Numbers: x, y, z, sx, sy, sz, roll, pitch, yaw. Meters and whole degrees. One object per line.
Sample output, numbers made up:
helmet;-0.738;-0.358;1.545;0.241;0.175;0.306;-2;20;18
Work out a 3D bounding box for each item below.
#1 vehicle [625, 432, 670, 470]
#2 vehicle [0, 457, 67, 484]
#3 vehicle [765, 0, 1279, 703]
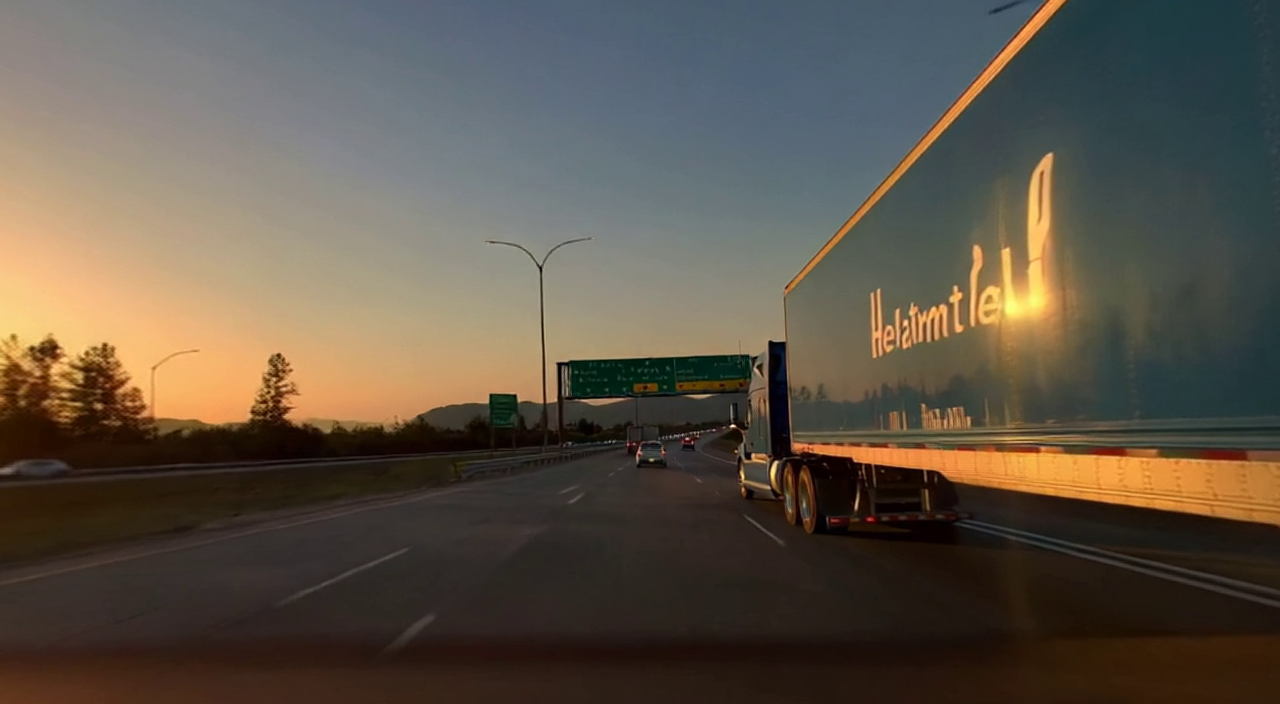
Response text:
vehicle;0.404;5.269;33.685;2.205;1.860;4.301;-1;-9;1
vehicle;-43.921;8.308;44.129;2.008;1.720;5.411;-2;-9;9
vehicle;3.932;-0.020;4.806;3.019;4.145;16.453;-1;-8;1
